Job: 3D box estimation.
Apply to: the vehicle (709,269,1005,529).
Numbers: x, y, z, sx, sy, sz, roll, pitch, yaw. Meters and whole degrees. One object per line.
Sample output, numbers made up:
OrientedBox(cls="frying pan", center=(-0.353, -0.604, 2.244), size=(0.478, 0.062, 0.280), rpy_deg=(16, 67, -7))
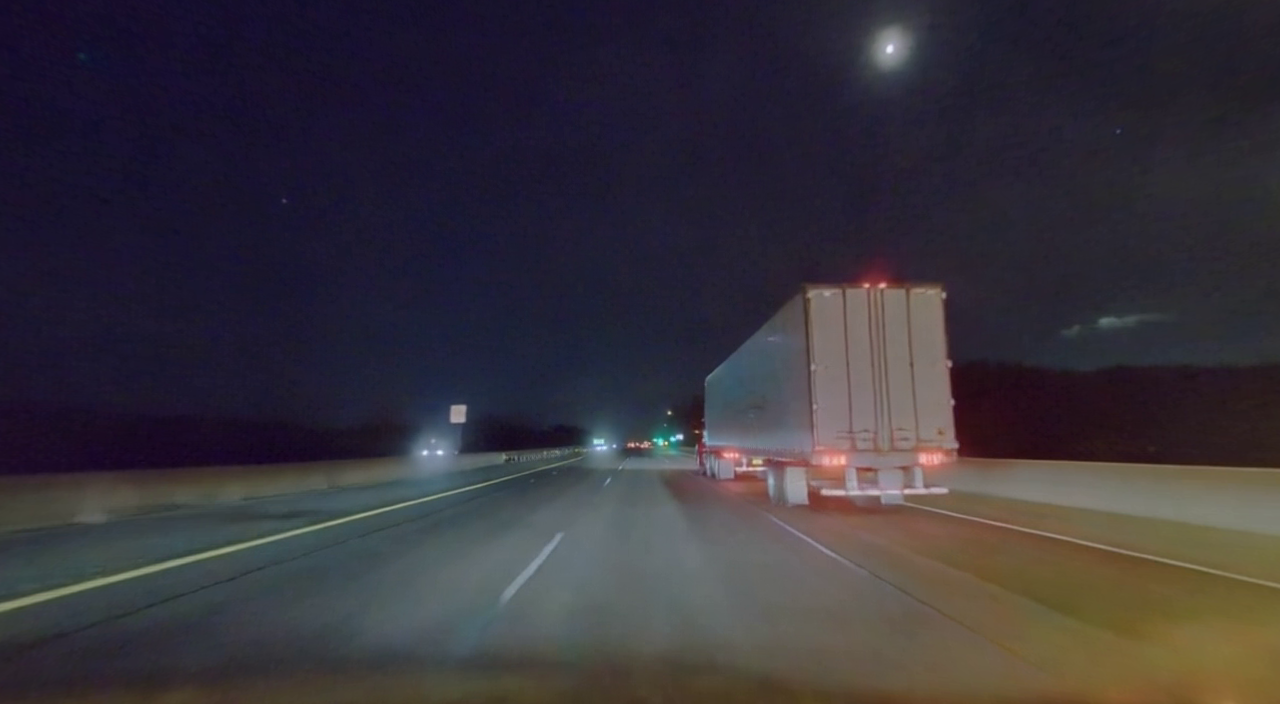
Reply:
OrientedBox(cls="vehicle", center=(4.119, 1.736, 16.974), size=(2.933, 4.100, 14.317), rpy_deg=(0, -8, 0))
